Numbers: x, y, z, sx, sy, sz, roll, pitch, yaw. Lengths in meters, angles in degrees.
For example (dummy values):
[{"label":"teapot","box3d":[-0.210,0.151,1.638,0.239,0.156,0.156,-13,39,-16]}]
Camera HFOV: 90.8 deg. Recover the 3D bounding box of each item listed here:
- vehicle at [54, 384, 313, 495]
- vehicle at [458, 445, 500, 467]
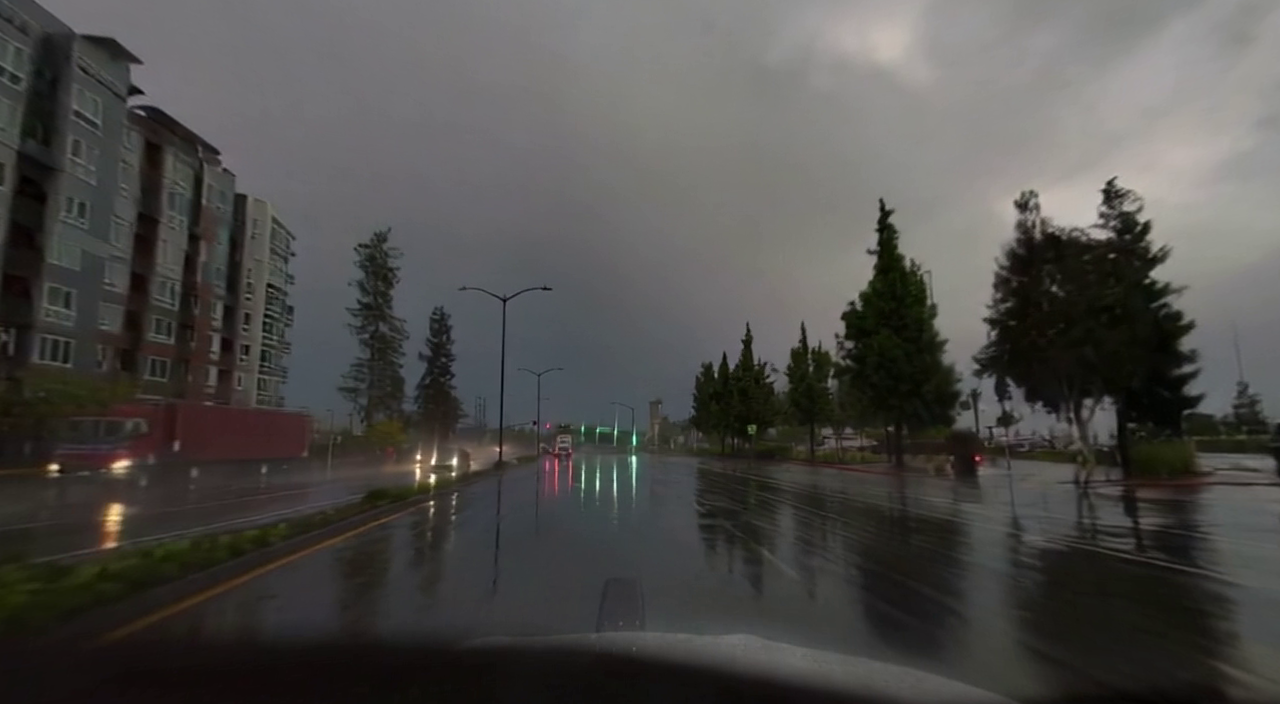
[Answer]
[{"label":"vehicle","box3d":[-18.773,3.965,28.126,3.331,3.651,14.423,1,-9,-11]},{"label":"vehicle","box3d":[-11.467,7.439,45.233,2.133,1.484,4.749,1,-9,-5]}]
